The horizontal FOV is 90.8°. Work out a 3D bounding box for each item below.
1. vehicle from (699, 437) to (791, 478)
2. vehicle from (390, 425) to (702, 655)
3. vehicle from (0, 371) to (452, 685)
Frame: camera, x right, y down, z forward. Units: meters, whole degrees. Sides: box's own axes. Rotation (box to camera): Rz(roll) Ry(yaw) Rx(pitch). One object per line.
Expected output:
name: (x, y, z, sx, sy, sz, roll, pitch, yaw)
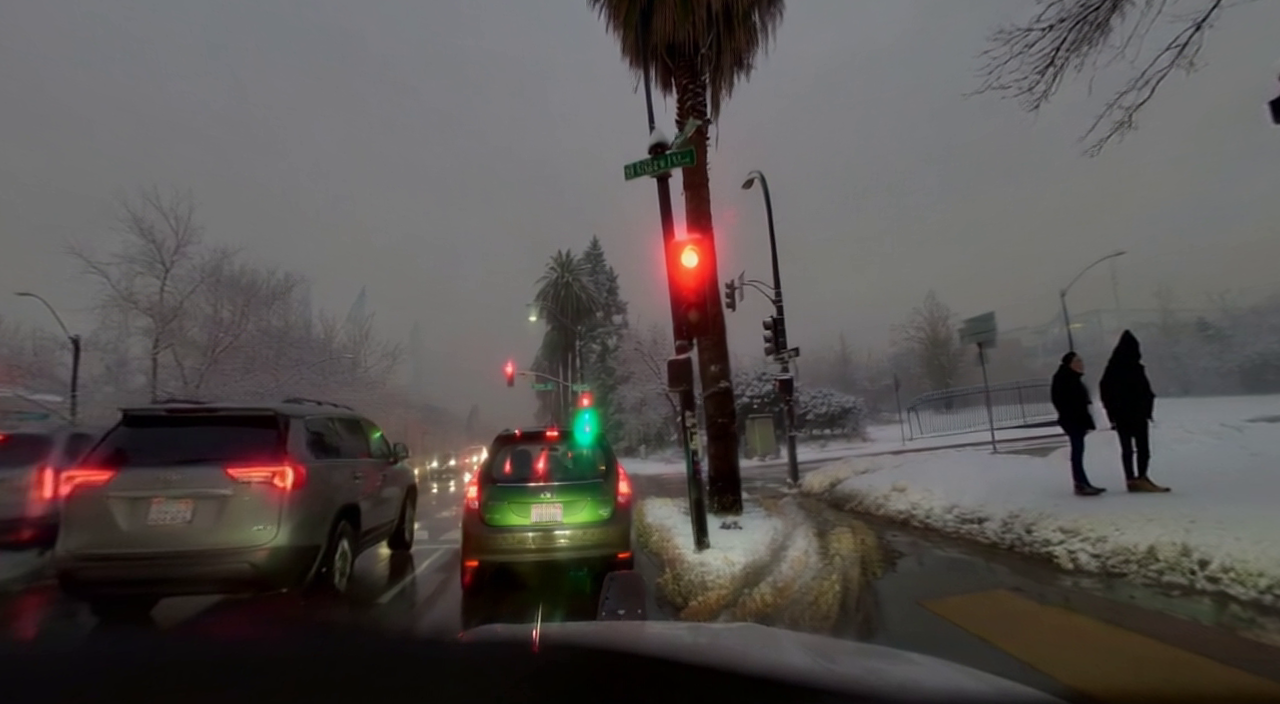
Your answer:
vehicle: (5.204, 5.225, 31.468, 3.986, 1.636, 1.903, 5, -4, -12)
vehicle: (-0.935, 1.558, 6.422, 2.065, 1.467, 4.289, 1, -9, -9)
vehicle: (-3.313, 1.388, 6.182, 2.098, 1.851, 4.571, 1, -9, -8)
